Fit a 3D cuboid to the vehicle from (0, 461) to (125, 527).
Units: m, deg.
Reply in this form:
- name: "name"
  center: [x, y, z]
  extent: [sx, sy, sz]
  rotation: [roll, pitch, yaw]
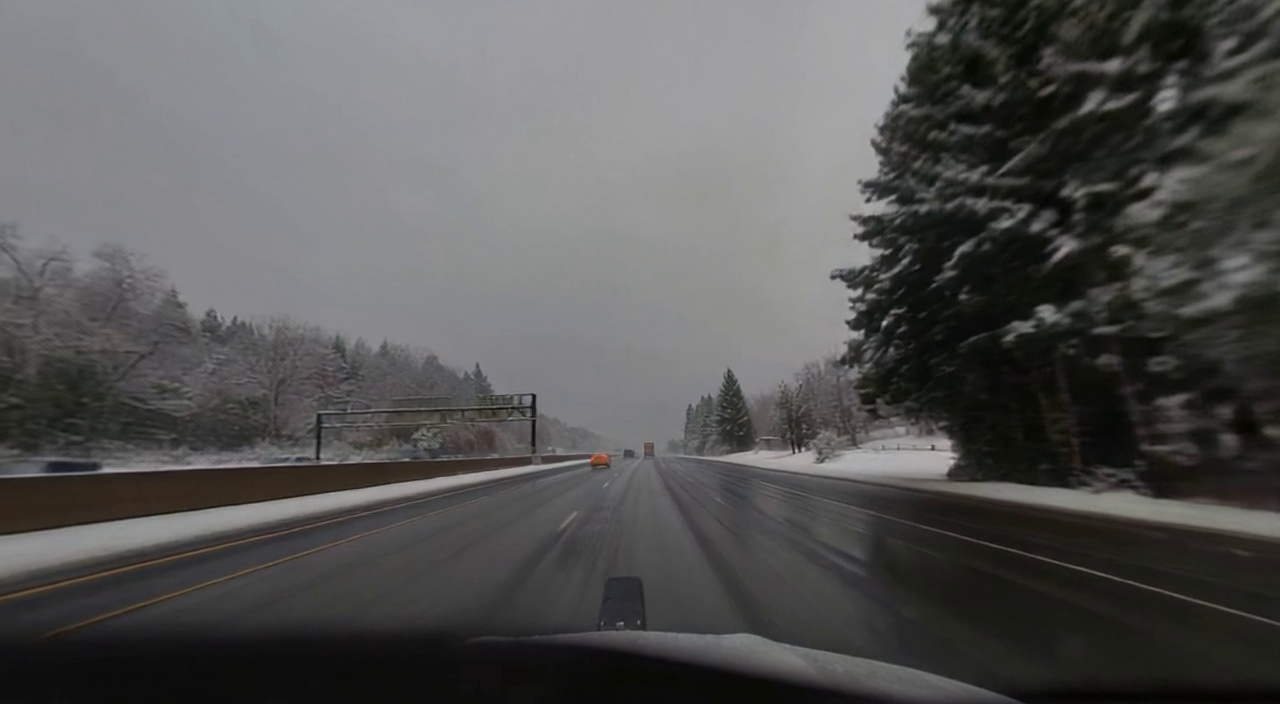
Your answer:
- name: "vehicle"
  center: [-16.122, 3.594, 16.188]
  extent: [1.982, 1.464, 4.481]
  rotation: [0, -9, -1]
